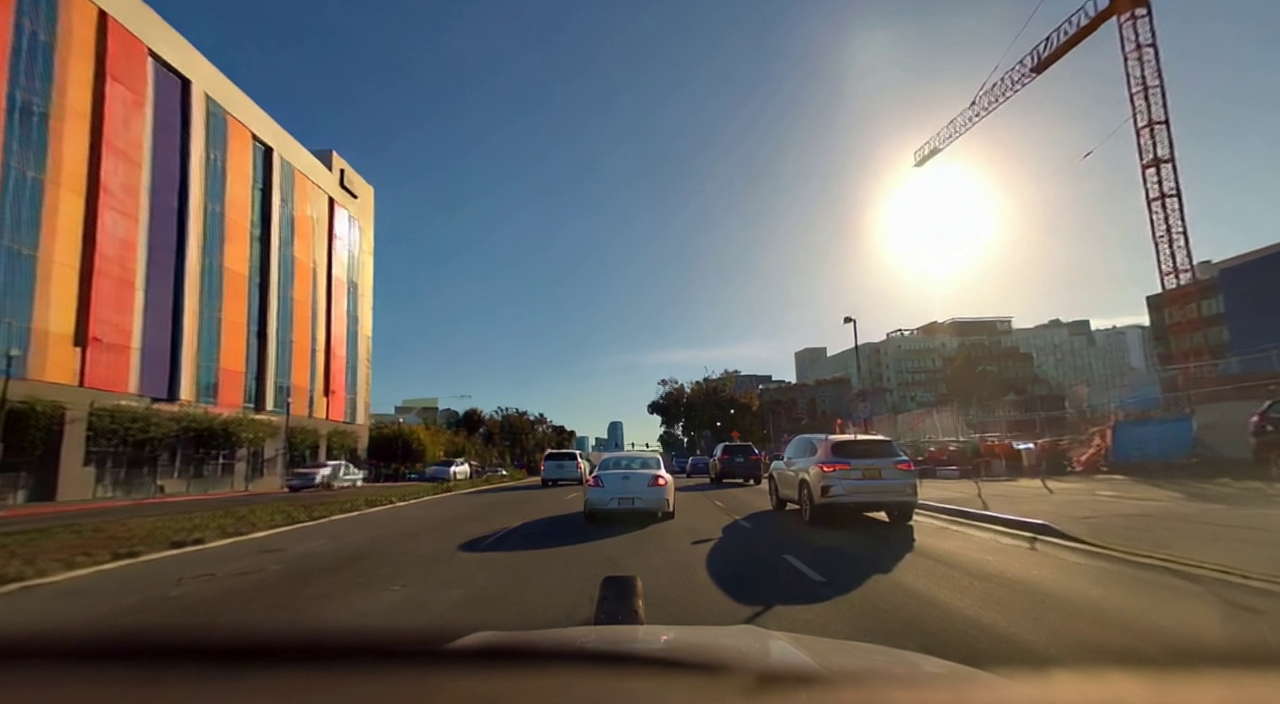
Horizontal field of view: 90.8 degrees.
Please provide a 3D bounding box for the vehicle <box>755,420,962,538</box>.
[{"bbox_3d":[3.827,2.319,12.250,2.185,1.797,4.934,0,-8,-1],"label":"vehicle"}]

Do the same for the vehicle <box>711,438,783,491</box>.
[{"bbox_3d":[4.166,4.452,25.485,2.124,1.896,4.914,0,-8,1],"label":"vehicle"}]

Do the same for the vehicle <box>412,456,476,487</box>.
[{"bbox_3d":[-11.919,7.268,38.707,2.202,1.714,4.509,-1,-8,4],"label":"vehicle"}]

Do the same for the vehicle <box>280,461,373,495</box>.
[{"bbox_3d":[-15.707,6.323,31.999,2.078,1.496,4.769,-1,-8,3],"label":"vehicle"}]

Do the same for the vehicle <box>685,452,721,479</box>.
[{"bbox_3d":[4.196,7.646,42.661,2.115,1.636,4.104,0,-8,2],"label":"vehicle"}]

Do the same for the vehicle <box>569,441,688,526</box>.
[{"bbox_3d":[-0.161,2.674,13.438,2.131,1.496,4.193,0,-8,1],"label":"vehicle"}]

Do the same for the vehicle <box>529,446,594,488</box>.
[{"bbox_3d":[-3.434,5.144,28.617,2.201,1.691,4.305,-1,-8,3],"label":"vehicle"}]
